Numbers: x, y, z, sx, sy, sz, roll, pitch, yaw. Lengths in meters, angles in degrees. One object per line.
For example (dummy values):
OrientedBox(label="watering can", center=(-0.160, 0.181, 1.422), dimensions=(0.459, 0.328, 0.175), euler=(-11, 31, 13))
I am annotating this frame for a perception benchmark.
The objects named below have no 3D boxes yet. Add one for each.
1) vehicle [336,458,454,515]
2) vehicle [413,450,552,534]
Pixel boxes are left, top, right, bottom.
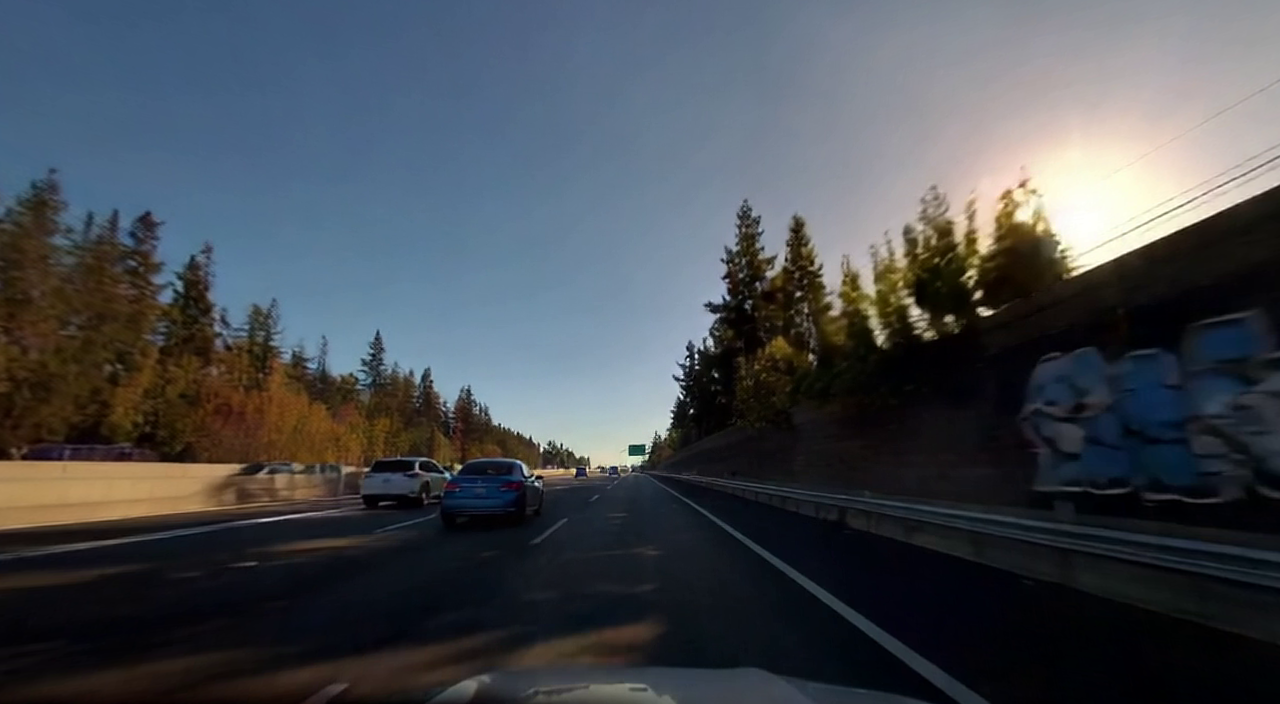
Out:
OrientedBox(label="vehicle", center=(-7.662, 4.258, 20.221), dimensions=(2.037, 1.593, 4.151), euler=(1, -10, 1))
OrientedBox(label="vehicle", center=(-3.583, 3.319, 15.392), dimensions=(2.173, 1.696, 4.462), euler=(1, -10, 1))
